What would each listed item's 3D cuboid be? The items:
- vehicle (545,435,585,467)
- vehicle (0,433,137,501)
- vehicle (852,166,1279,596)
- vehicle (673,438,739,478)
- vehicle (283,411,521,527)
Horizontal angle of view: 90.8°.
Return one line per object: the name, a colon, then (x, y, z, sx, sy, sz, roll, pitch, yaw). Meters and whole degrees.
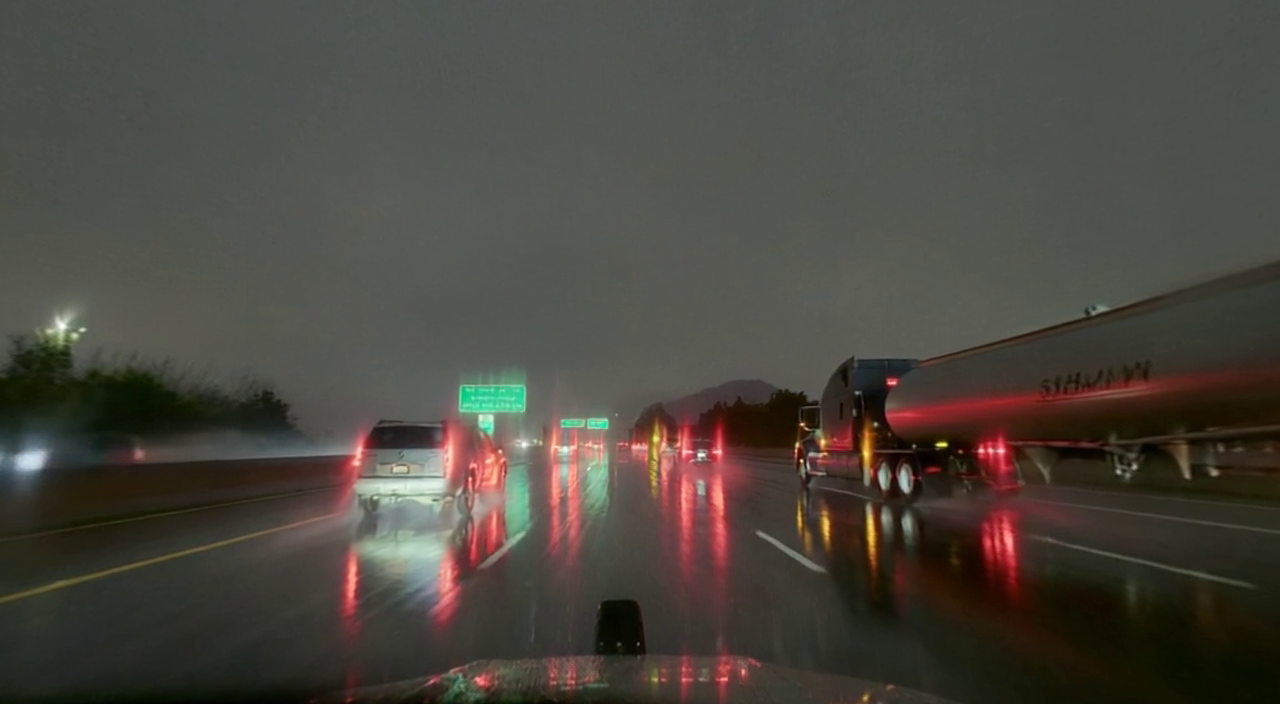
vehicle: (-4.596, 6.156, 39.316, 2.149, 1.843, 4.348, 0, -8, -3)
vehicle: (-14.987, 2.712, 15.145, 1.890, 1.483, 4.883, 0, -8, -1)
vehicle: (7.380, 0.887, 9.993, 3.548, 3.827, 11.870, 0, -8, -2)
vehicle: (2.694, 4.444, 26.760, 2.053, 1.510, 4.400, 0, -8, -3)
vehicle: (-4.343, 2.287, 13.011, 2.684, 1.839, 5.803, 0, -8, 0)
